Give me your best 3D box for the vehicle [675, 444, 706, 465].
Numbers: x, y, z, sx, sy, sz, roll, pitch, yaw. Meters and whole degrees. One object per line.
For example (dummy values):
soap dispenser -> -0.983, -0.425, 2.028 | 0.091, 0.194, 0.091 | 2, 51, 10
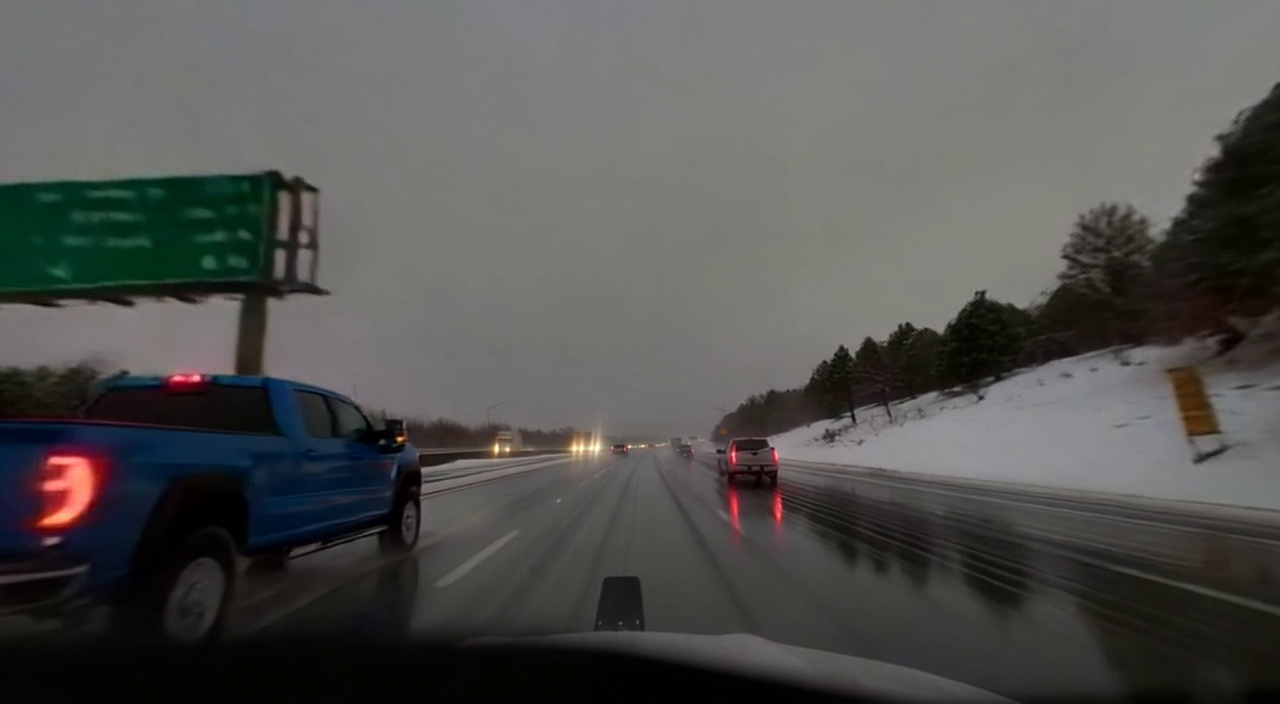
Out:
vehicle -> 3.883, 7.971, 49.118 | 2.047, 1.501, 4.237 | 0, -9, 0

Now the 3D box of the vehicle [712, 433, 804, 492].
vehicle -> 3.591, 3.458, 20.034 | 2.095, 1.668, 4.135 | 0, -9, 0

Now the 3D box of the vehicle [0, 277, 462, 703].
vehicle -> -3.897, 1.174, 6.192 | 2.496, 2.203, 6.317 | 0, -9, -1
